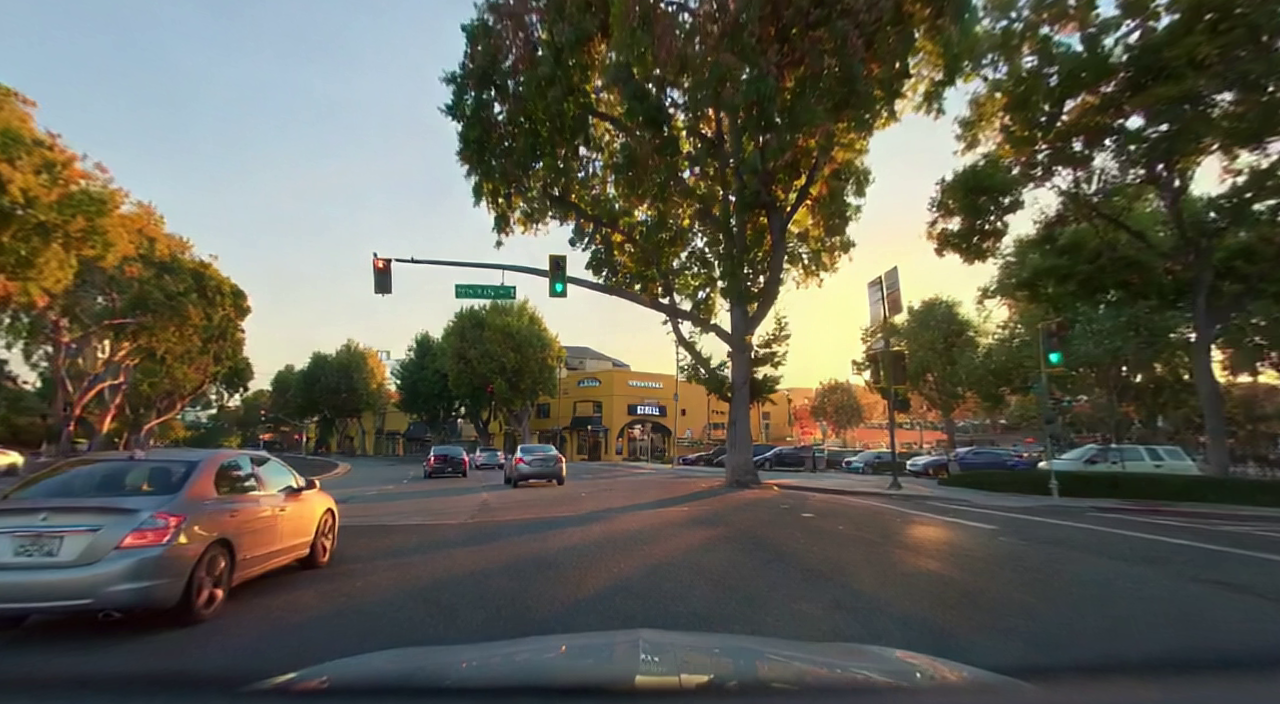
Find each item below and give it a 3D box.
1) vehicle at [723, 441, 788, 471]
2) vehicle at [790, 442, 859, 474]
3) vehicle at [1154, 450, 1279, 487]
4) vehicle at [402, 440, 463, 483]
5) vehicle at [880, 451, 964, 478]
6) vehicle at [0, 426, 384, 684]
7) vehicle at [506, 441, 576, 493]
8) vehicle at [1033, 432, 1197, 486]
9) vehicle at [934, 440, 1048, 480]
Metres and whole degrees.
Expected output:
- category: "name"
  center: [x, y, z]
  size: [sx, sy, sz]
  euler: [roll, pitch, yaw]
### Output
- category: "vehicle"
  center: [6.019, 5.498, 33.512]
  size: [1.919, 1.489, 4.889]
  euler: [1, -9, -8]
- category: "vehicle"
  center: [9.088, 5.251, 31.350]
  size: [1.762, 1.453, 3.976]
  euler: [1, -8, -8]
- category: "vehicle"
  center: [25.107, 5.037, 27.379]
  size: [4.050, 1.481, 1.853]
  euler: [1, -9, -9]
- category: "vehicle"
  center: [-8.393, 4.437, 25.794]
  size: [2.042, 1.593, 3.956]
  euler: [2, -9, -14]
- category: "vehicle"
  center: [15.429, 6.169, 34.542]
  size: [3.800, 1.369, 1.759]
  euler: [2, -9, -11]
- category: "vehicle"
  center: [-4.431, 1.532, 6.099]
  size: [2.105, 1.477, 4.857]
  euler: [0, -8, -3]
- category: "vehicle"
  center: [-3.368, 3.716, 20.809]
  size: [2.001, 1.483, 4.442]
  euler: [2, -9, -12]
- category: "vehicle"
  center: [18.050, 4.088, 24.374]
  size: [1.865, 1.827, 5.352]
  euler: [1, -8, -5]
- category: "vehicle"
  center: [14.993, 4.596, 27.218]
  size: [1.921, 1.560, 4.676]
  euler: [1, -8, -5]
